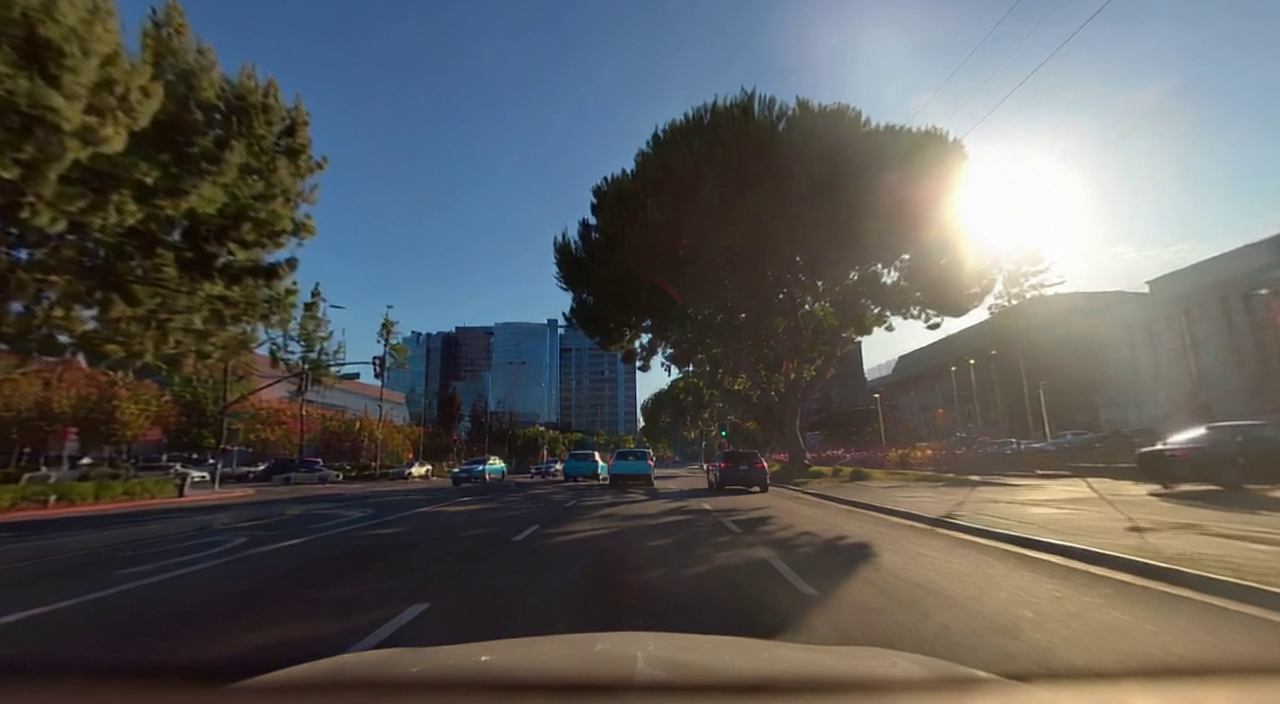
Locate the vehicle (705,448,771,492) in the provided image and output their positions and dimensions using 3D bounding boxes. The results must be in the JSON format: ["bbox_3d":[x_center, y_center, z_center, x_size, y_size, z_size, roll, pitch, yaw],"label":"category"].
[{"bbox_3d":[3.739,4.560,24.709,1.847,1.554,4.052,0,-9,-1],"label":"vehicle"}]

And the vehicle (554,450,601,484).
[{"bbox_3d":[-3.439,6.396,35.422,2.047,1.710,4.314,-1,-9,2],"label":"vehicle"}]

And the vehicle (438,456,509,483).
[{"bbox_3d":[-11.936,8.388,45.356,4.526,1.832,1.894,-2,-9,12],"label":"vehicle"}]

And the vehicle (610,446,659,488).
[{"bbox_3d":[-0.224,5.054,28.046,2.022,1.700,4.084,0,-9,0],"label":"vehicle"}]
